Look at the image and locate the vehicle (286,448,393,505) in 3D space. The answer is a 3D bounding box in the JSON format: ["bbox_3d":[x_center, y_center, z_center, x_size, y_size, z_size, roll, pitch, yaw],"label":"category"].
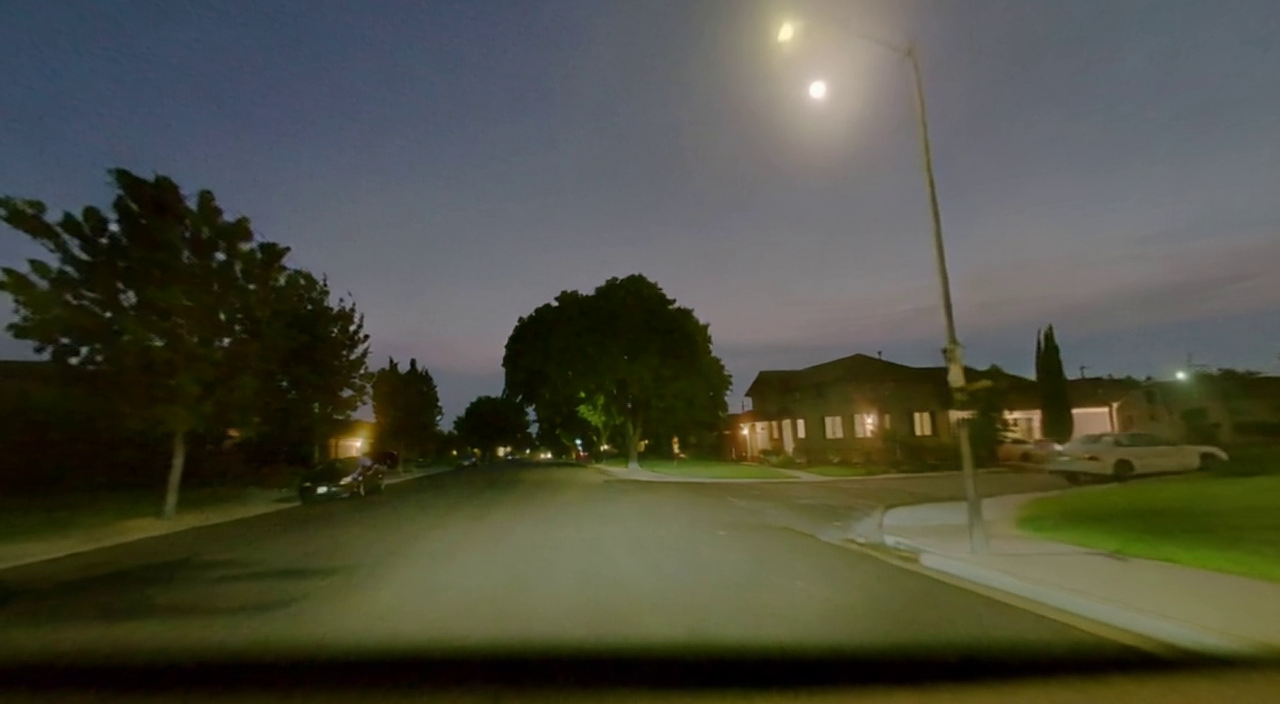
[{"bbox_3d":[-9.493,3.928,20.280,1.938,1.499,4.290,-2,-9,-9],"label":"vehicle"}]

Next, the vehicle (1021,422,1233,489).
[{"bbox_3d":[14.330,3.027,18.658,4.933,1.817,2.014,1,-9,-9],"label":"vehicle"}]
